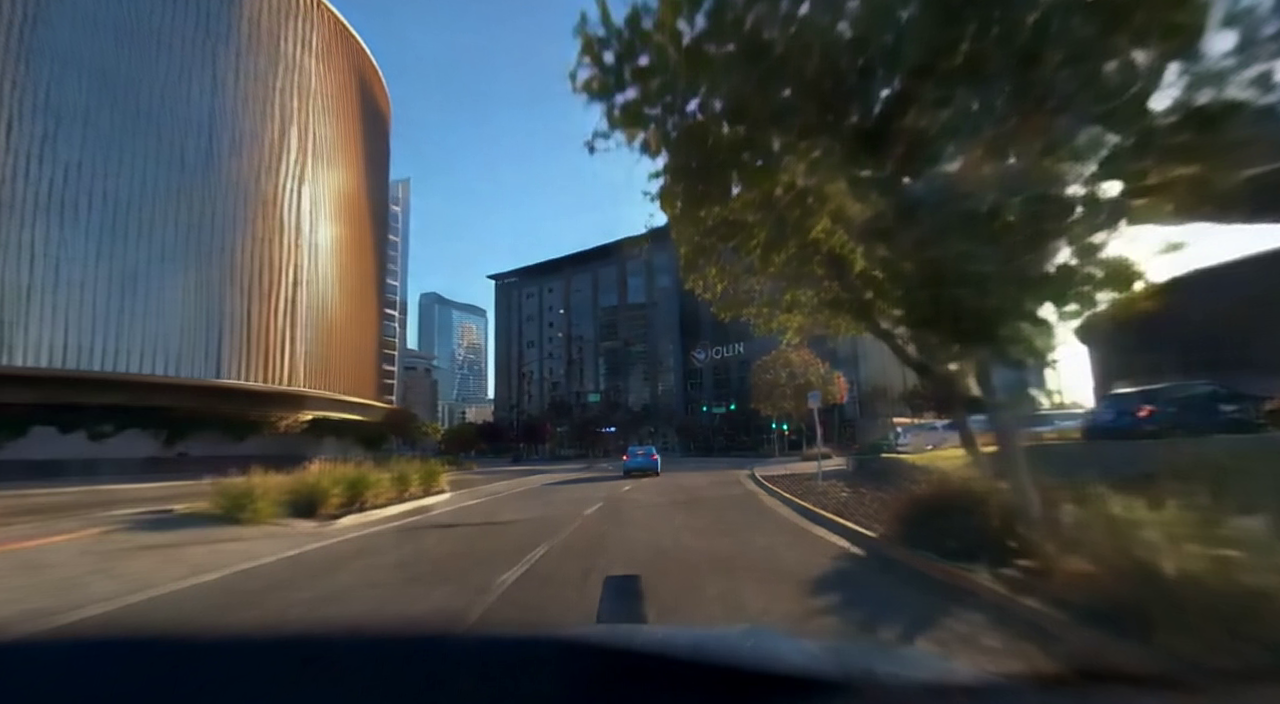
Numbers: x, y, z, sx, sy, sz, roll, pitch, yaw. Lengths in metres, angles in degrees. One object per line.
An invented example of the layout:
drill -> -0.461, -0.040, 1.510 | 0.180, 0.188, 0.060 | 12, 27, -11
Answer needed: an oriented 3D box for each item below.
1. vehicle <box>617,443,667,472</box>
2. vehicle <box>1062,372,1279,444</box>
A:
vehicle -> 0.206, 5.742, 34.509 | 1.971, 1.486, 4.380 | -2, -9, 11
vehicle -> 14.071, 1.505, 16.393 | 4.586, 1.716, 1.992 | -1, -9, 3
